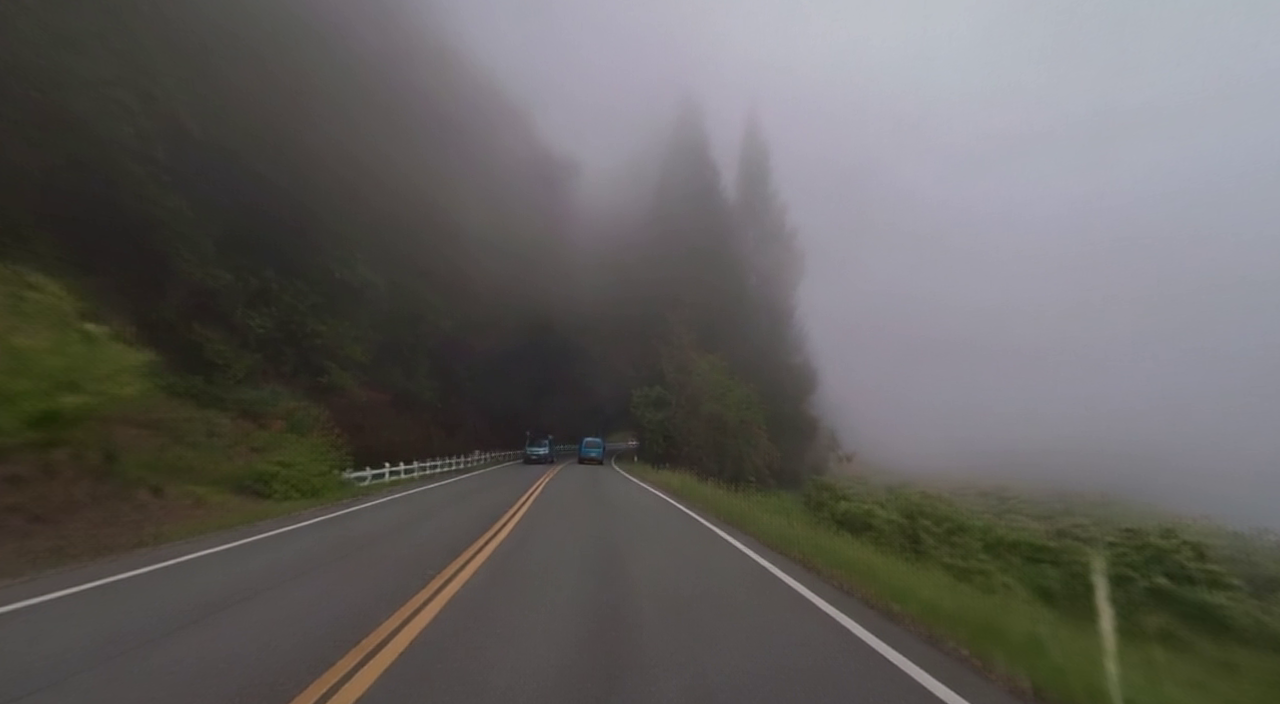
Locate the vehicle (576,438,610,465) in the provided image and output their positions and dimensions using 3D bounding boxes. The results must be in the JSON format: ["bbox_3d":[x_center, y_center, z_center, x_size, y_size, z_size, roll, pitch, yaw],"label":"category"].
[{"bbox_3d":[-3.614,7.558,48.067,2.439,1.912,5.605,1,-9,-6],"label":"vehicle"}]
